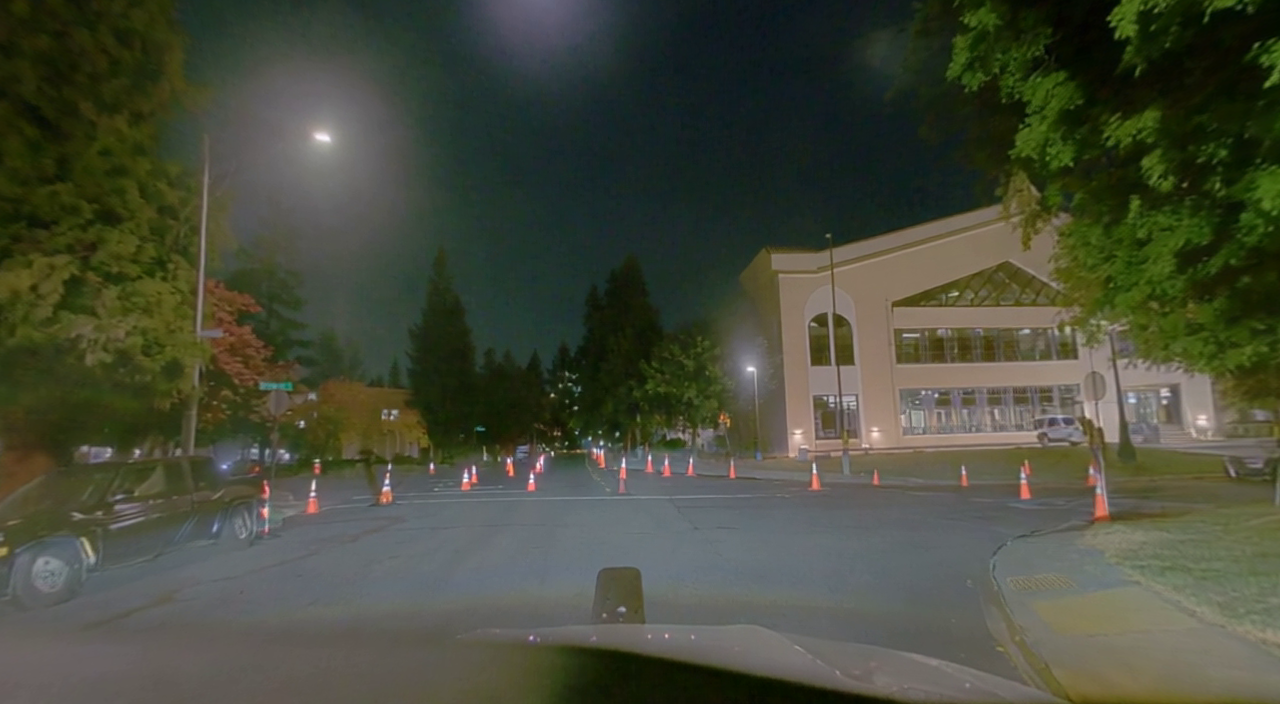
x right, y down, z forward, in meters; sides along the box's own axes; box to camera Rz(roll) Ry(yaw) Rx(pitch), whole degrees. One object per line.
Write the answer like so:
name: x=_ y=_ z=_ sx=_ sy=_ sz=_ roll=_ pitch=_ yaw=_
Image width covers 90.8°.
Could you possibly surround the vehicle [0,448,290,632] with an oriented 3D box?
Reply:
vehicle: x=-7.596 y=2.015 z=7.558 sx=2.961 sy=1.701 sz=7.563 roll=1 pitch=-9 yaw=-4
